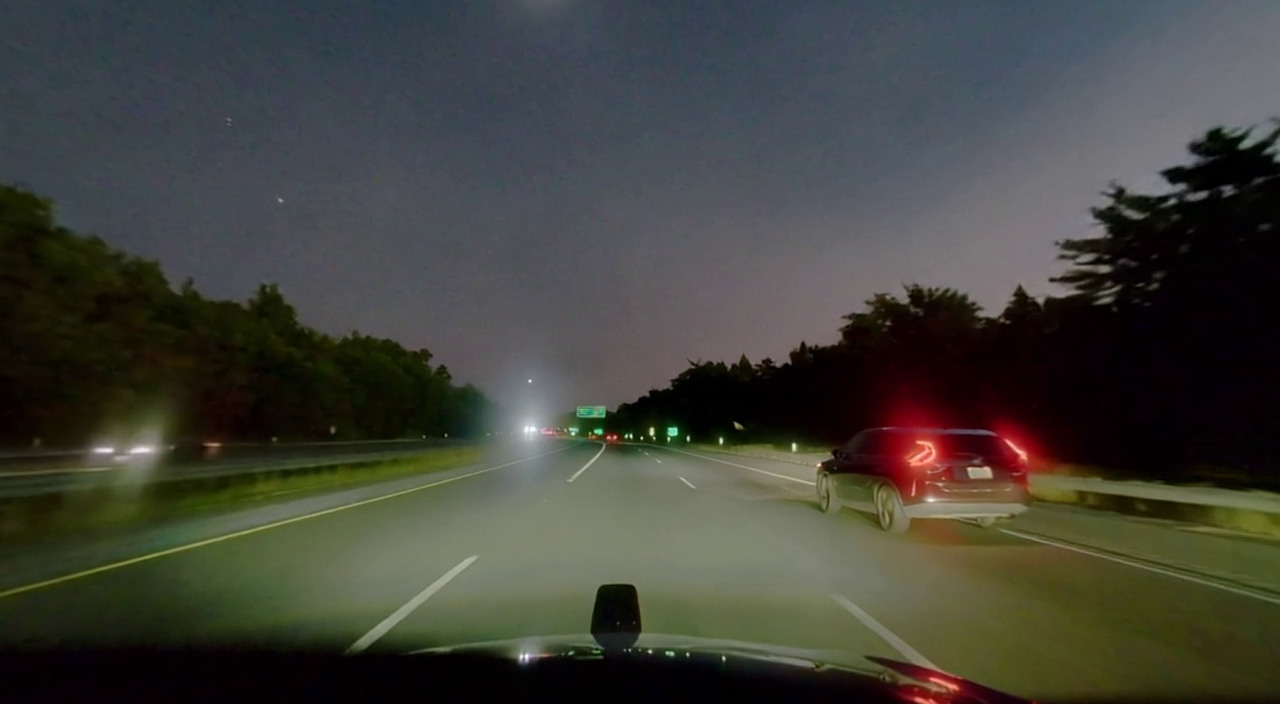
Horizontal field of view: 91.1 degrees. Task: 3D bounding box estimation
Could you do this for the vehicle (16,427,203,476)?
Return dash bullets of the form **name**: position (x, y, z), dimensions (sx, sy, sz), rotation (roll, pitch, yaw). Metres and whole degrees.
- **vehicle**: position (-16.833, 3.173, 20.363), dimensions (1.957, 1.378, 4.740), rotation (0, -8, 0)
